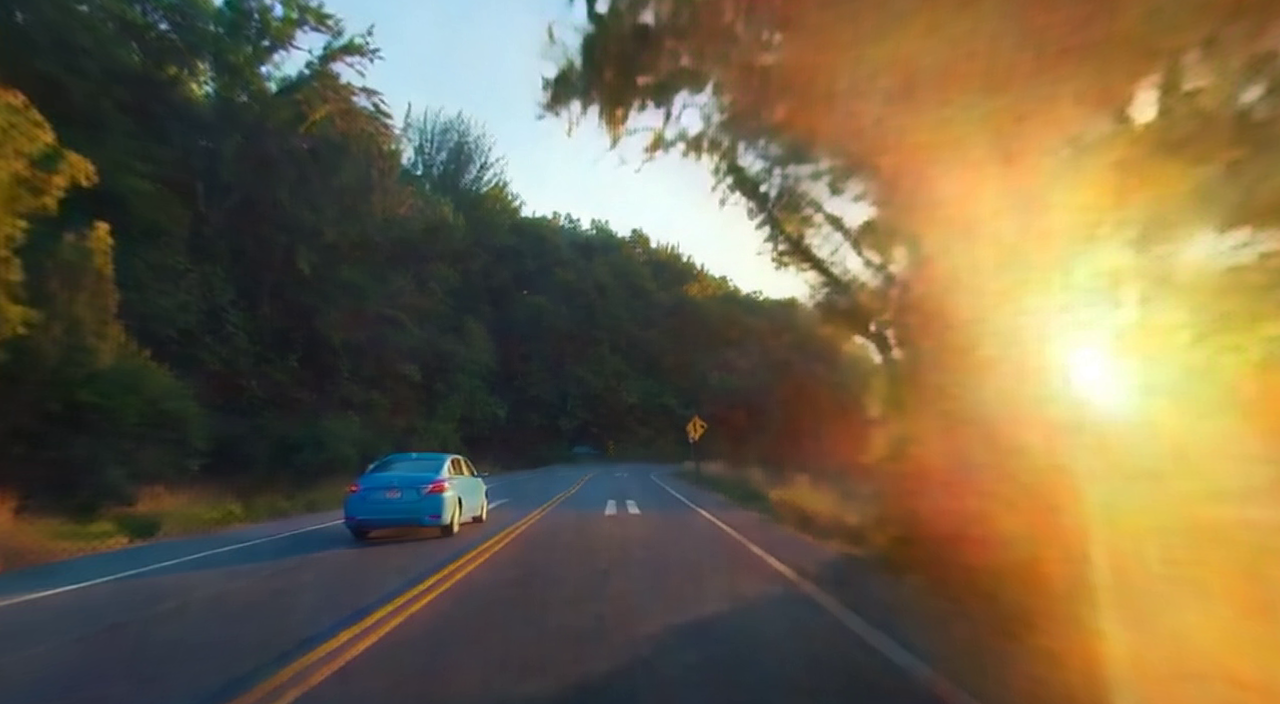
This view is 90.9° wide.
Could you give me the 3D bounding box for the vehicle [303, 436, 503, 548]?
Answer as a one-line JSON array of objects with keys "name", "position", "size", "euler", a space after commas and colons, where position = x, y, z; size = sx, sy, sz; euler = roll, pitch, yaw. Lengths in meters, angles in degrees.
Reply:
[{"name": "vehicle", "position": [-3.903, 2.370, 11.257], "size": [2.078, 1.607, 3.959], "euler": [0, -9, -1]}]
